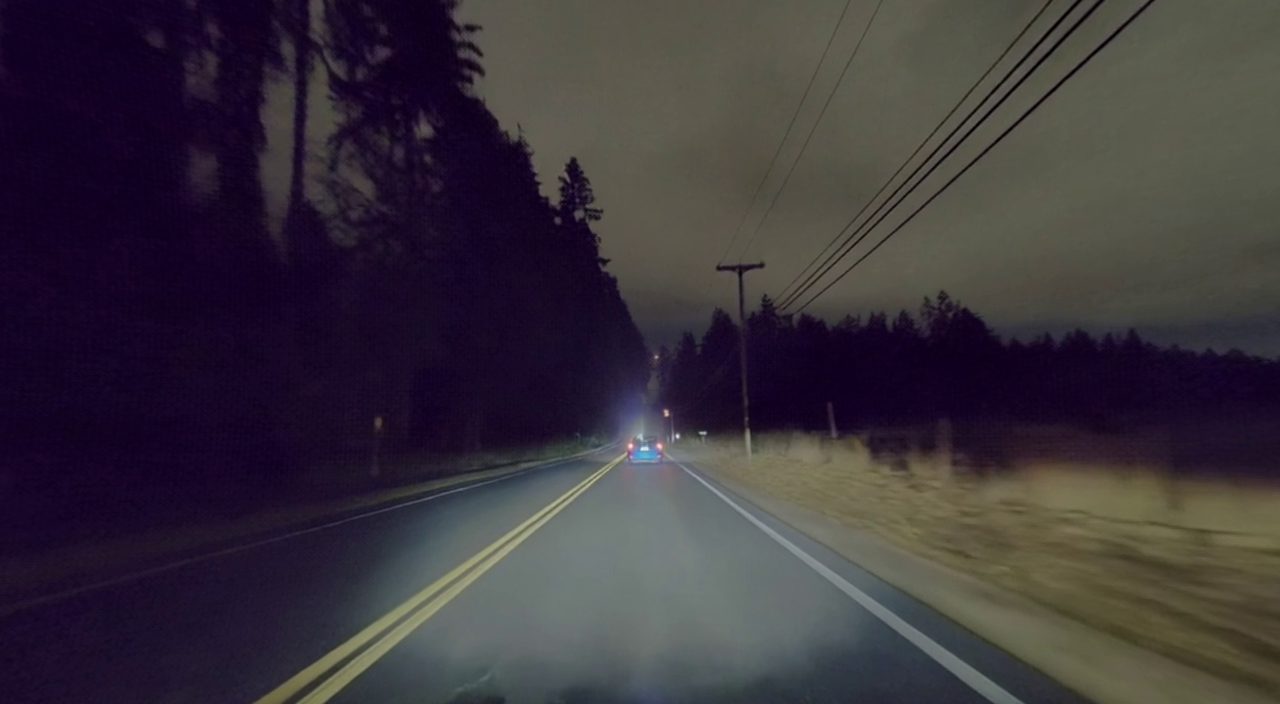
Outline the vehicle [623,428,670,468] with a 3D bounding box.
[{"bbox_3d":[0.325,5.369,35.420,2.468,2.056,4.422,0,-8,0],"label":"vehicle"}]
